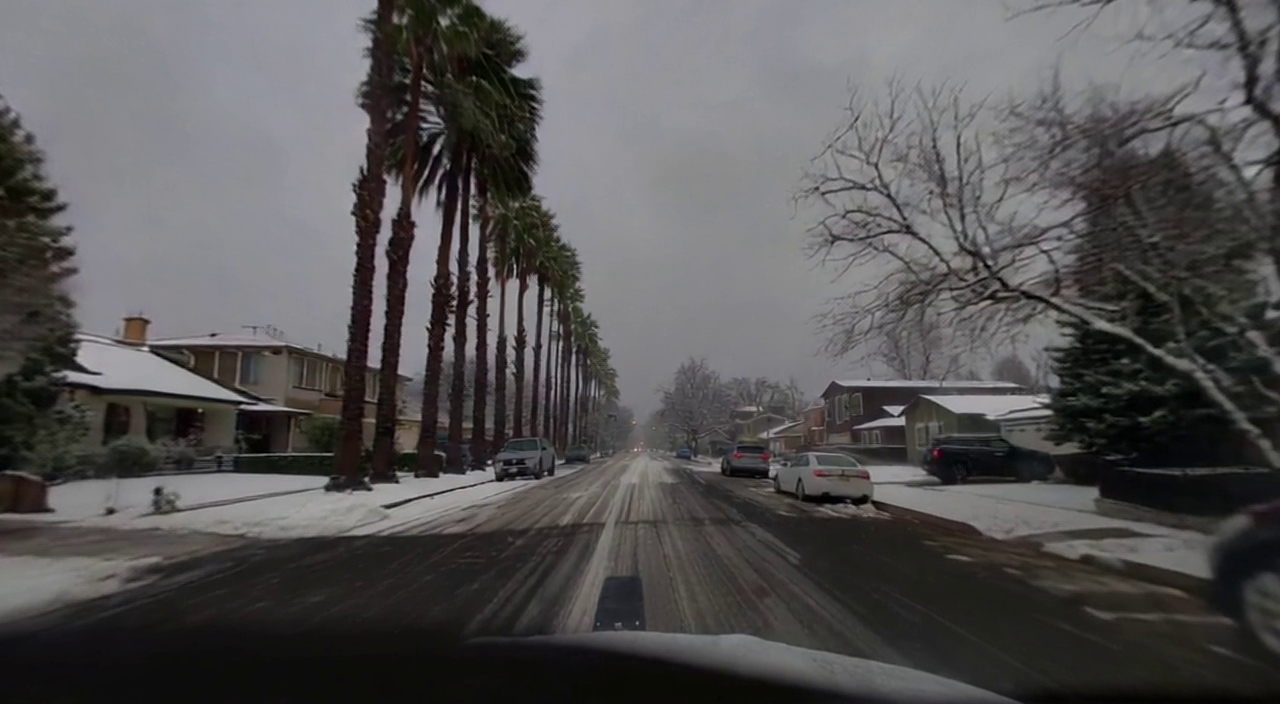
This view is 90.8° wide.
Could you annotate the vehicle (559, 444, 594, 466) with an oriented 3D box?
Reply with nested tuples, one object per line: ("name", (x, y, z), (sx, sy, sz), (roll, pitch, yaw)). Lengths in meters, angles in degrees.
("vehicle", (-4.742, 7.766, 47.720), (2.079, 1.486, 4.877), (-2, -8, 0))

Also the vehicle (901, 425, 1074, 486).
("vehicle", (11.842, 3.550, 21.817), (4.621, 1.591, 2.090), (-5, -8, -1))

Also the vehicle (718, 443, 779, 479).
("vehicle", (4.944, 5.015, 29.403), (1.991, 1.554, 4.501), (0, -8, -1))

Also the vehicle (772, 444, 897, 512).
("vehicle", (5.041, 3.286, 17.078), (2.056, 1.464, 4.493), (3, -8, 1))

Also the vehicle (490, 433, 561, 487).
("vehicle", (-4.513, 4.329, 25.709), (2.149, 1.877, 5.082), (-1, -8, -2))

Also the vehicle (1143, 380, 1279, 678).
("vehicle", (5.036, 0.913, 2.335), (2.131, 1.824, 5.229), (3, -8, 1))
